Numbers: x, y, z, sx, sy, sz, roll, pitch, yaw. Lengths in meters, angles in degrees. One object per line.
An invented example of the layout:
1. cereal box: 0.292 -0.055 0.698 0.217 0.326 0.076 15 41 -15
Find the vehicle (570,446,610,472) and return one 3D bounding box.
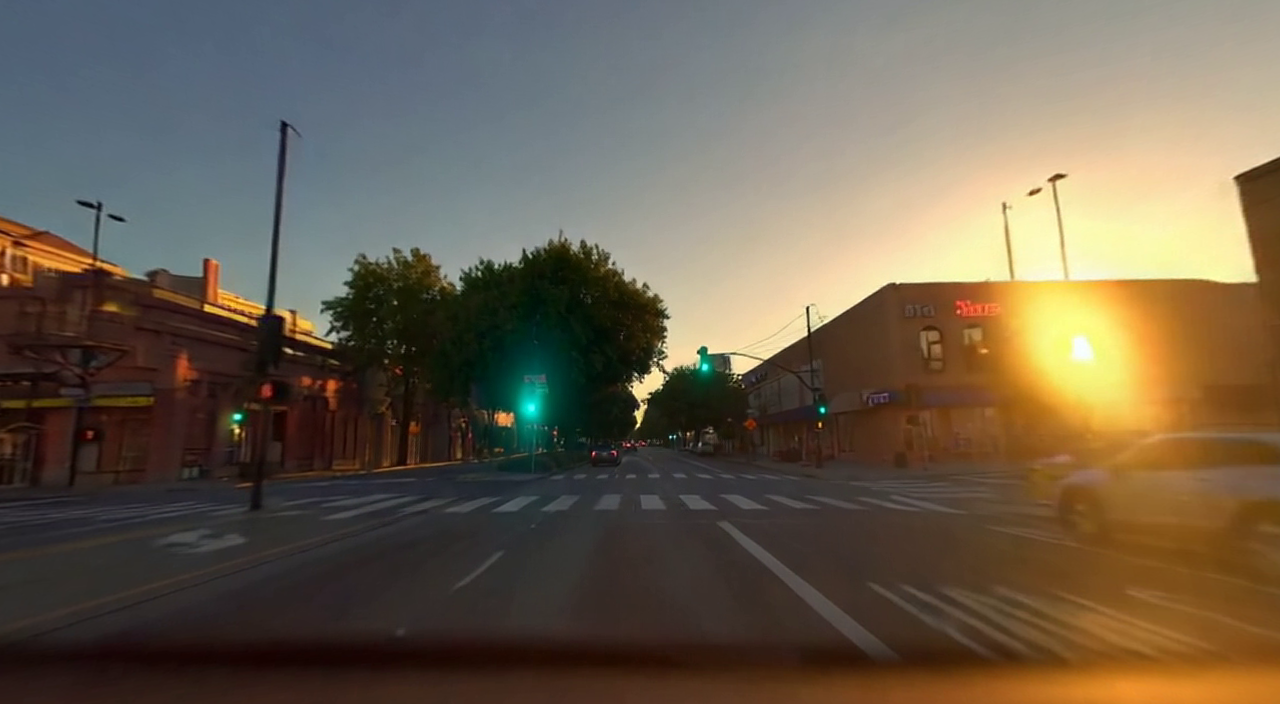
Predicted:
1. vehicle: -2.943 6.463 38.208 2.078 1.471 4.217 0 -8 0

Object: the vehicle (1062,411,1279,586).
1. vehicle: 7.215 1.549 6.912 1.950 1.686 4.509 0 -9 -1
